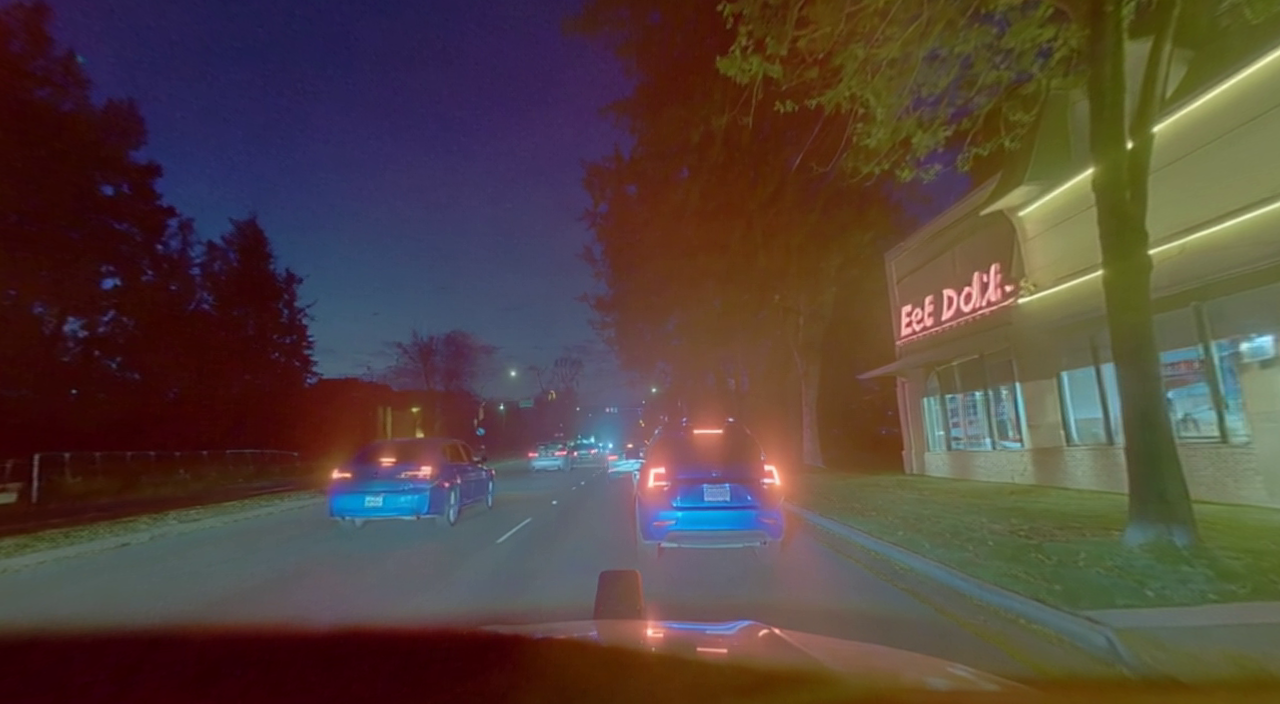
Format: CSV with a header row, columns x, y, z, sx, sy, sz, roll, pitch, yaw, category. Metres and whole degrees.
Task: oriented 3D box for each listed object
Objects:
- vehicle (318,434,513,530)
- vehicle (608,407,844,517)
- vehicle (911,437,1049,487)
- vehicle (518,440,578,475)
x,y,z,sx,sy,sz,roll,pitch,yaw,category
-3.921,2.334,11.916,2.026,1.466,4.282,0,-8,2,vehicle
1.708,2.306,13.584,4.642,1.955,2.052,-7,-11,40,vehicle
12.292,4.005,22.917,3.871,1.525,1.835,-3,-9,0,vehicle
-4.057,4.734,28.420,2.042,1.470,4.123,0,-8,1,vehicle
